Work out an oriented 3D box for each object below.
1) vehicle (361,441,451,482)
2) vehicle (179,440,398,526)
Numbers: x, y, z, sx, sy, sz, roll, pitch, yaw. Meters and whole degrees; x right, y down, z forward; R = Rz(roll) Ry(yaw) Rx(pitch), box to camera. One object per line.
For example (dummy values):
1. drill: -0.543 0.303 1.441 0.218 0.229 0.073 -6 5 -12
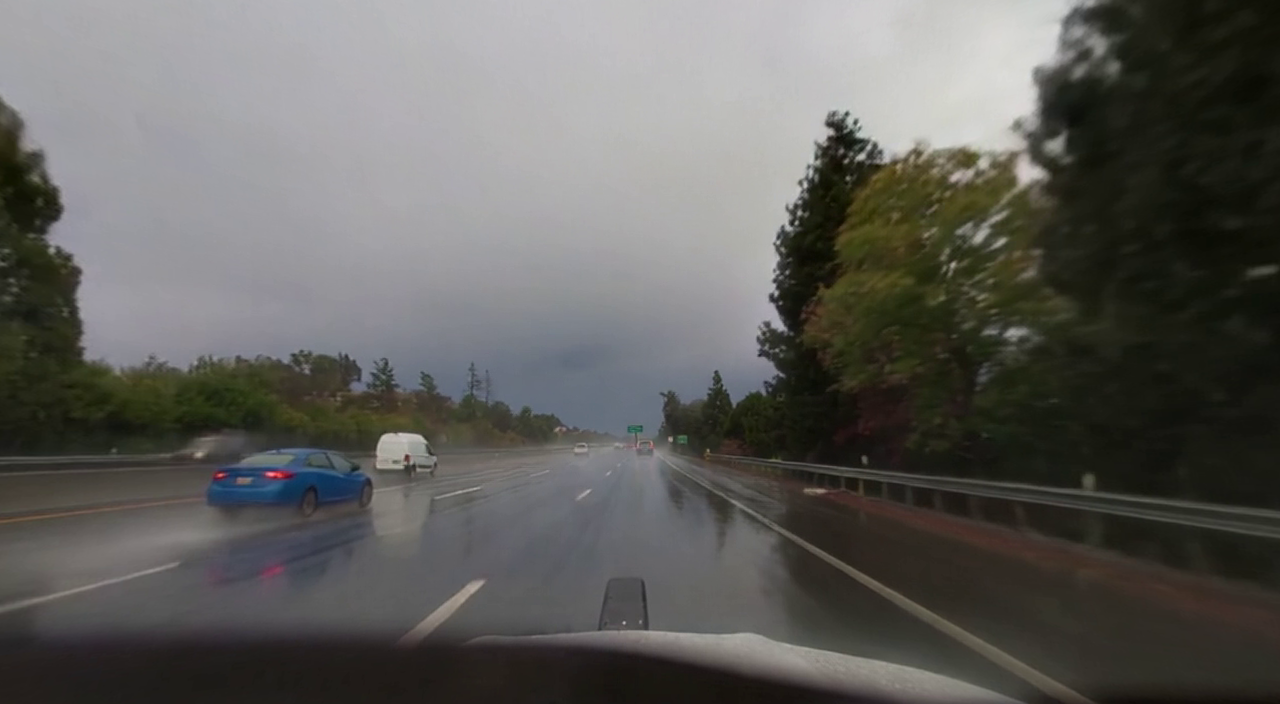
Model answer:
1. vehicle: -10.887 5.128 29.814 2.249 1.735 5.018 0 -8 1
2. vehicle: -7.158 2.680 13.608 1.981 1.486 4.735 0 -8 0
